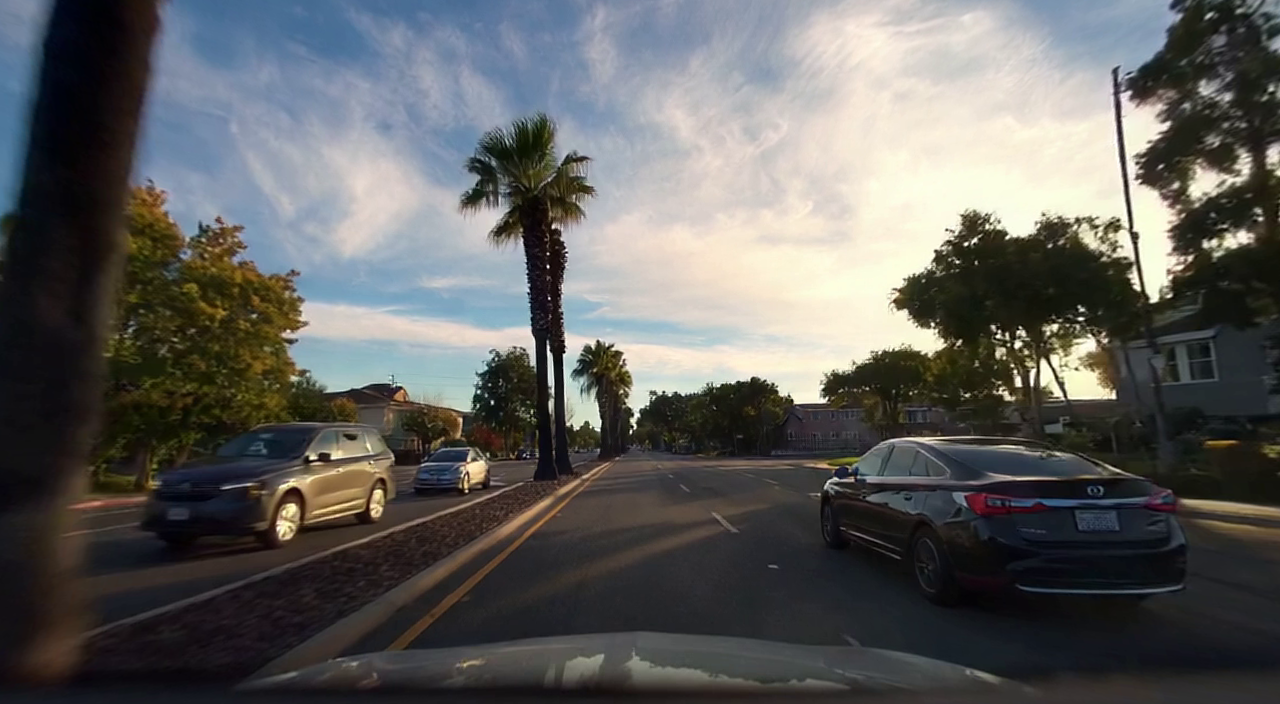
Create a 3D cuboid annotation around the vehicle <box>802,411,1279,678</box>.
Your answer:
[{"bbox_3d":[3.159,1.443,5.970,1.989,1.492,4.689,0,-9,0],"label":"vehicle"}]

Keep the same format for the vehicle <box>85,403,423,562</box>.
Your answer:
[{"bbox_3d":[-5.225,1.854,9.746,1.917,1.756,5.264,0,-9,-1],"label":"vehicle"}]

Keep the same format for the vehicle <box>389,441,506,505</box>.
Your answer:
[{"bbox_3d":[-4.870,3.104,16.663,1.798,1.441,4.309,0,-9,-1],"label":"vehicle"}]
